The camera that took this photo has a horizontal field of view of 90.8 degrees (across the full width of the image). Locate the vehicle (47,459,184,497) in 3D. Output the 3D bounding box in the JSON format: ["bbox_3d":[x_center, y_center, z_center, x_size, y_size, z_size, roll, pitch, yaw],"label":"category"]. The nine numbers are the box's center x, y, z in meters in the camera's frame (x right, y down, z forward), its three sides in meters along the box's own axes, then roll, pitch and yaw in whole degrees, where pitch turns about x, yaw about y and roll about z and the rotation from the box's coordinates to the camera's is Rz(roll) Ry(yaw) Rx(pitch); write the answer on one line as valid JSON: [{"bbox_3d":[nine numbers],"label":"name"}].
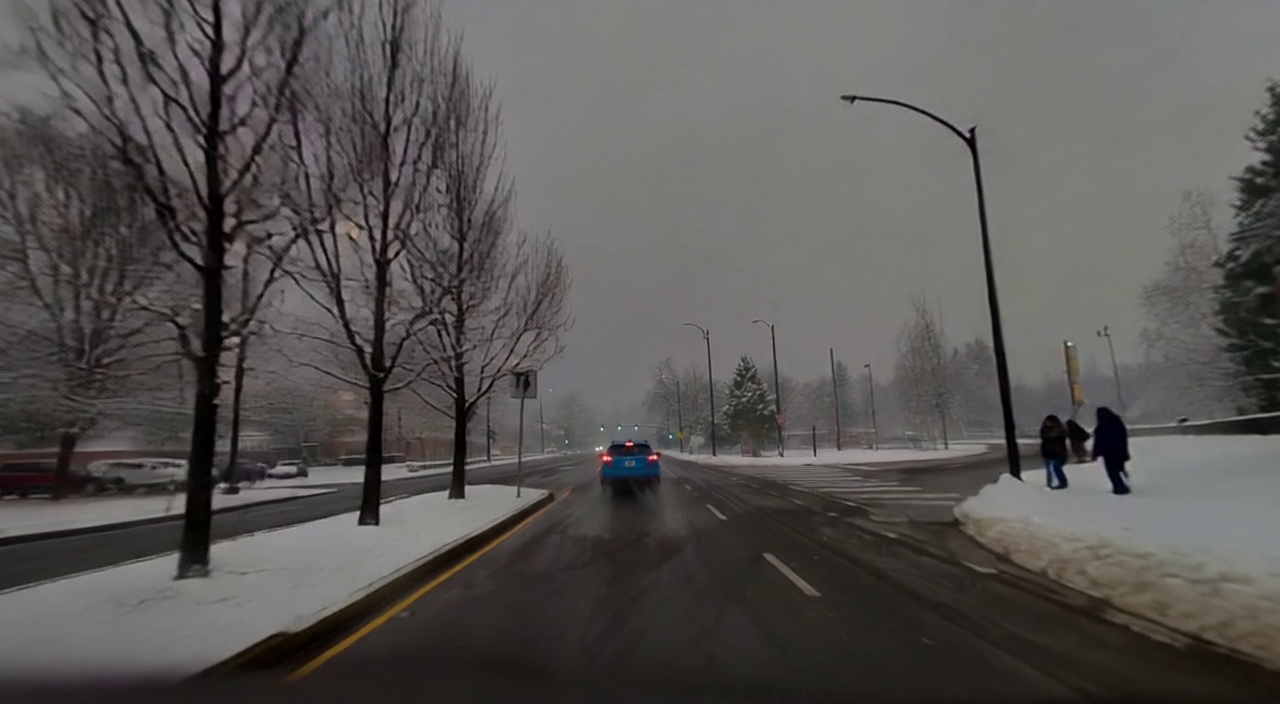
[{"bbox_3d":[-23.242,5.578,28.155,4.204,1.522,1.998,0,-9,-3],"label":"vehicle"}]

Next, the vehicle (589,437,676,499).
[{"bbox_3d":[-0.215,3.308,18.457,2.221,1.570,4.398,0,-8,-1],"label":"vehicle"}]

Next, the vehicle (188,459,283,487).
[{"bbox_3d":[-22.973,6.874,36.024,4.086,1.478,1.844,0,-8,-4],"label":"vehicle"}]

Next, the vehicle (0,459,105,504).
[{"bbox_3d":[-22.803,4.746,23.373,4.038,1.531,2.015,1,-9,-2],"label":"vehicle"}]
